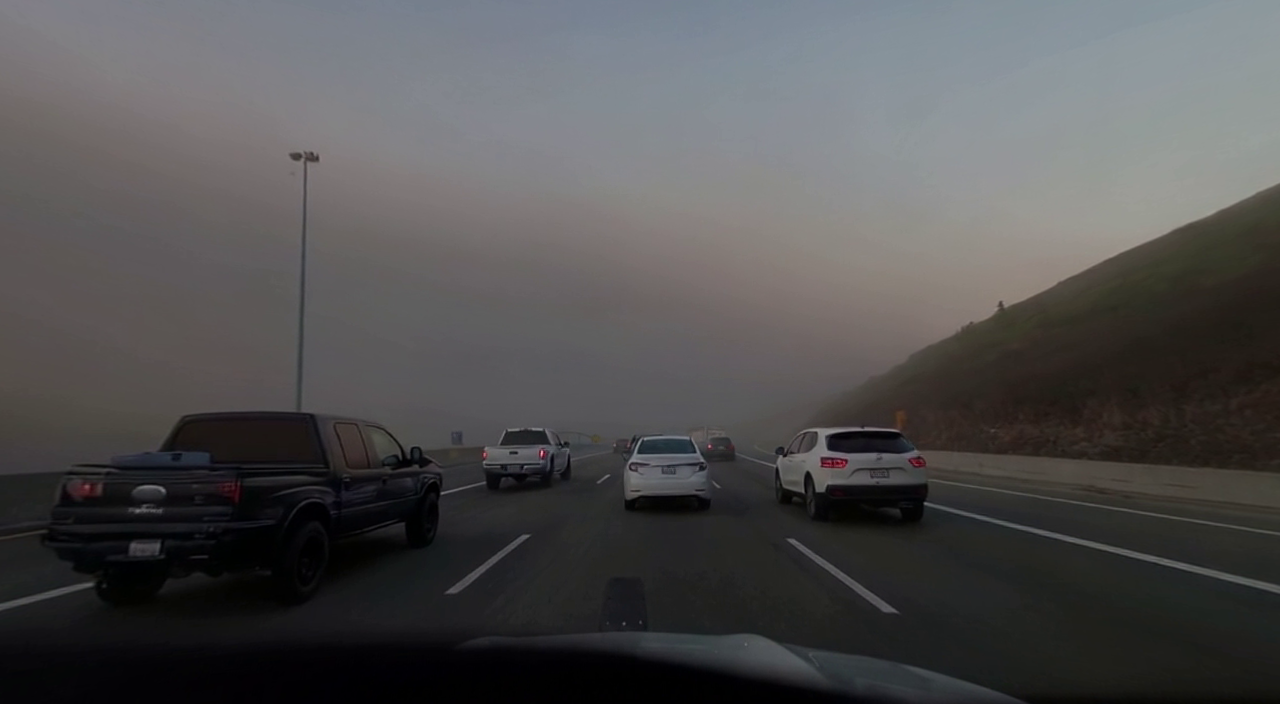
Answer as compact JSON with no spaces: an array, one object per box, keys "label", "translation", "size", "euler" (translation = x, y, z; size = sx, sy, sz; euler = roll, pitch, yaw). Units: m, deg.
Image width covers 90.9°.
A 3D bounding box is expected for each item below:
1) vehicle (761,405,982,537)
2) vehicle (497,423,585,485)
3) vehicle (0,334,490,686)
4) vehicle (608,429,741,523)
[{"label":"vehicle","translation":[3.561,1.932,10.824],"size":[2.046,1.765,4.534],"euler":[0,-8,0]},{"label":"vehicle","translation":[-3.165,3.390,21.204],"size":[1.997,1.806,5.002],"euler":[0,-8,2]},{"label":"vehicle","translation":[-3.334,1.227,6.180],"size":[2.301,1.902,5.374],"euler":[0,-8,1]},{"label":"vehicle","translation":[0.578,2.285,12.239],"size":[2.105,1.471,4.349],"euler":[0,-8,1]}]
